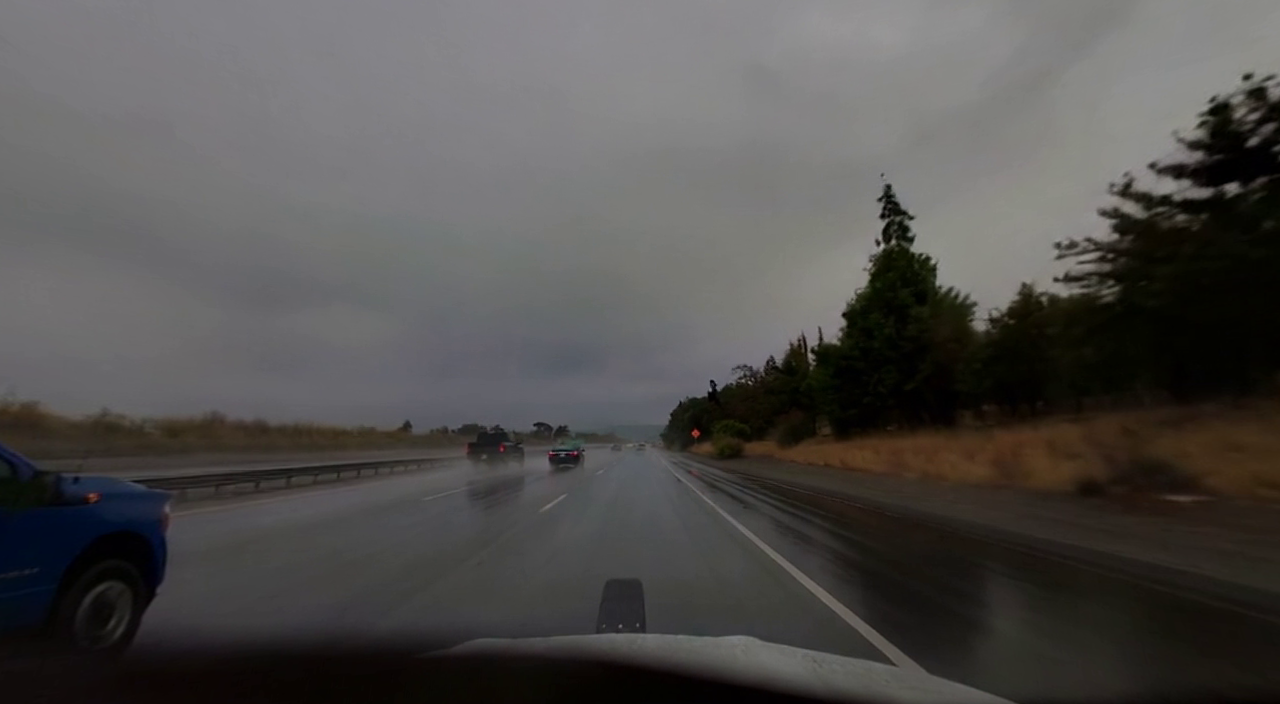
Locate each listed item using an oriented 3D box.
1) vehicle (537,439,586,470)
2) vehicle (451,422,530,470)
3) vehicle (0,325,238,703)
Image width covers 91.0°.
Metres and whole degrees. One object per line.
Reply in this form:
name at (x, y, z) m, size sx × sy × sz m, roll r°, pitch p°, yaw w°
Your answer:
vehicle at (-4.079, 5.401, 33.342) m, size 2.012 × 1.509 × 4.359 m, roll 0°, pitch -9°, yaw 0°
vehicle at (-7.569, 4.875, 32.732) m, size 2.594 × 2.254 × 6.028 m, roll 0°, pitch -9°, yaw 0°
vehicle at (-3.991, 0.648, 1.865) m, size 2.200 × 1.807 × 5.041 m, roll 0°, pitch -9°, yaw 1°
